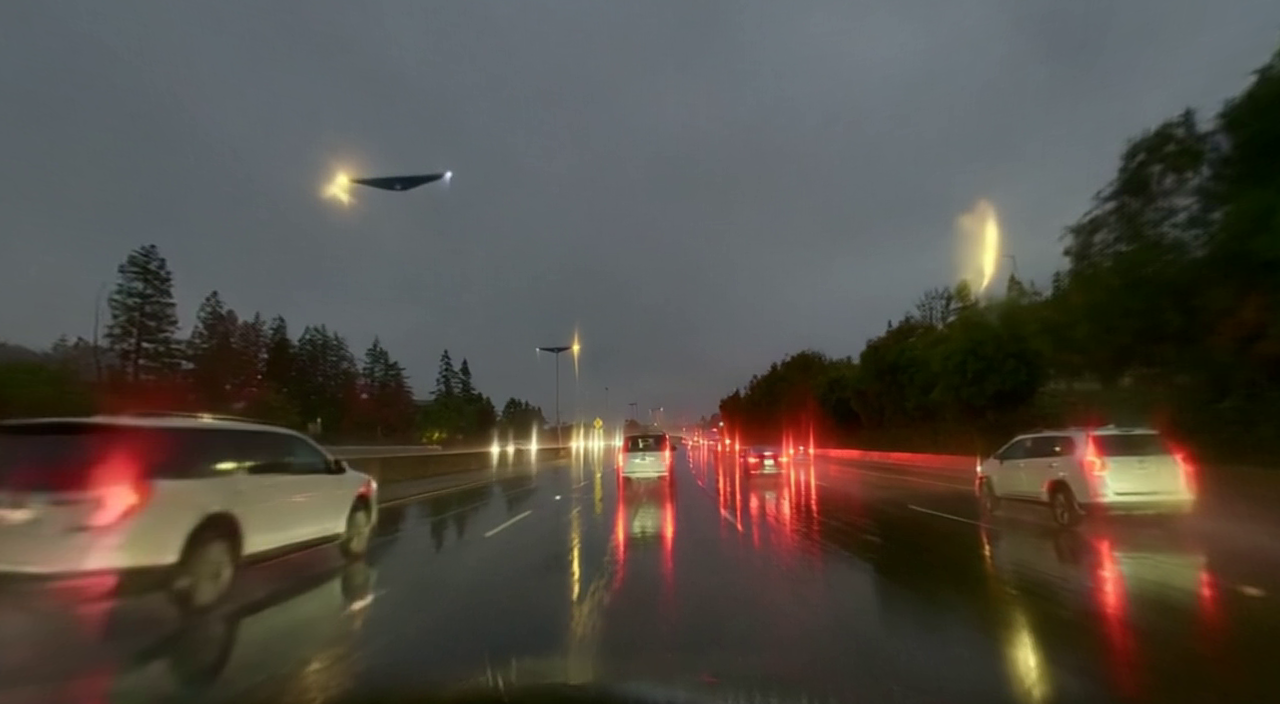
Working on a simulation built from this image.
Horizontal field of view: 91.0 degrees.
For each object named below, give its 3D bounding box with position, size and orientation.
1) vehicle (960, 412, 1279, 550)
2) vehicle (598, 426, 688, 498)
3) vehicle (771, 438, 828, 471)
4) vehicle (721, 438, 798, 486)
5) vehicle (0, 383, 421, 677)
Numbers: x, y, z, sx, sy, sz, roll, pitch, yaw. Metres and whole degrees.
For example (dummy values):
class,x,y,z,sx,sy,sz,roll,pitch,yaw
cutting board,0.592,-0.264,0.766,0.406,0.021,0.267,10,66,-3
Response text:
class,x,y,z,sx,sy,sz,roll,pitch,yaw
vehicle,7.406,1.940,10.120,2.028,1.657,4.823,0,-9,1
vehicle,0.136,2.995,17.476,2.181,1.728,3.970,0,-9,2
vehicle,8.208,5.332,32.802,1.956,1.588,4.305,0,-9,2
vehicle,4.126,3.875,22.458,1.999,1.514,4.338,0,-9,1
vehicle,-4.035,1.342,5.949,2.128,1.627,4.697,0,-9,1
